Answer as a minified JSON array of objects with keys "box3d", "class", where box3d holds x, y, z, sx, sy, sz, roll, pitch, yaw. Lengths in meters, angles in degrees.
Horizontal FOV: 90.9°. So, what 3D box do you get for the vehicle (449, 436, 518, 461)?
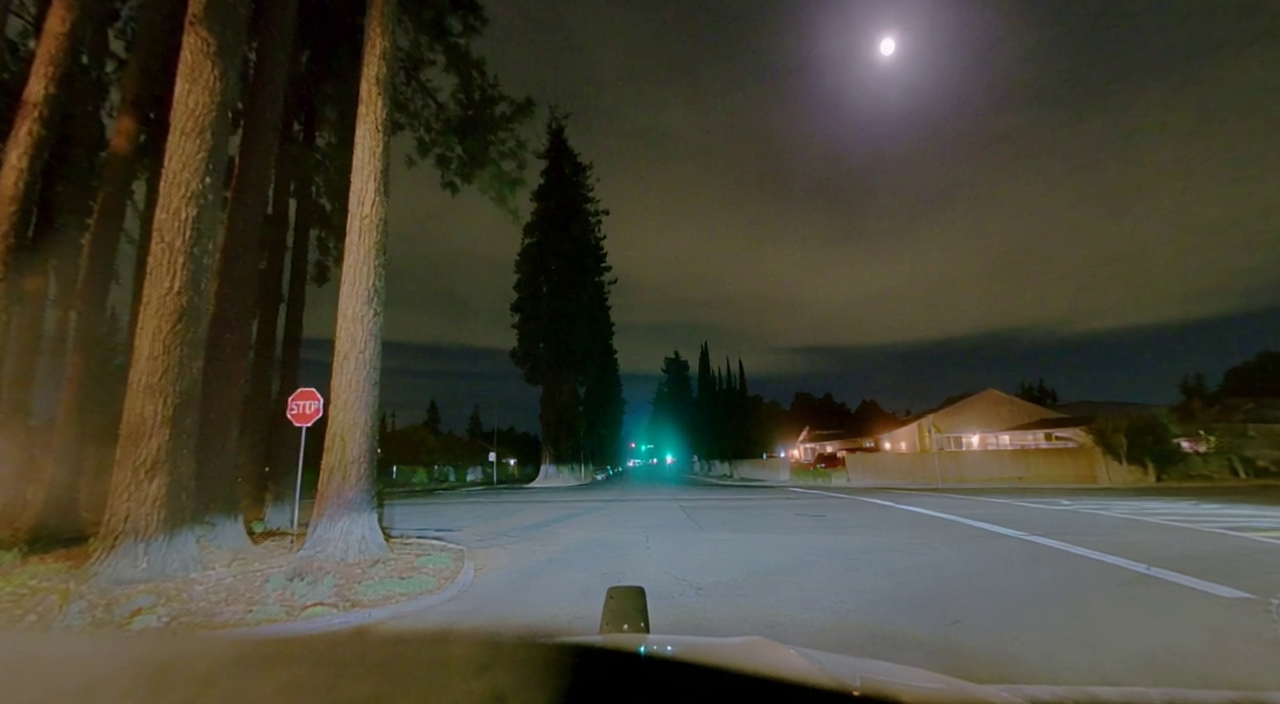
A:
[{"box3d":[-11.678,7.207,47.244,4.622,1.782,1.836,0,-8,1],"class":"vehicle"}]
